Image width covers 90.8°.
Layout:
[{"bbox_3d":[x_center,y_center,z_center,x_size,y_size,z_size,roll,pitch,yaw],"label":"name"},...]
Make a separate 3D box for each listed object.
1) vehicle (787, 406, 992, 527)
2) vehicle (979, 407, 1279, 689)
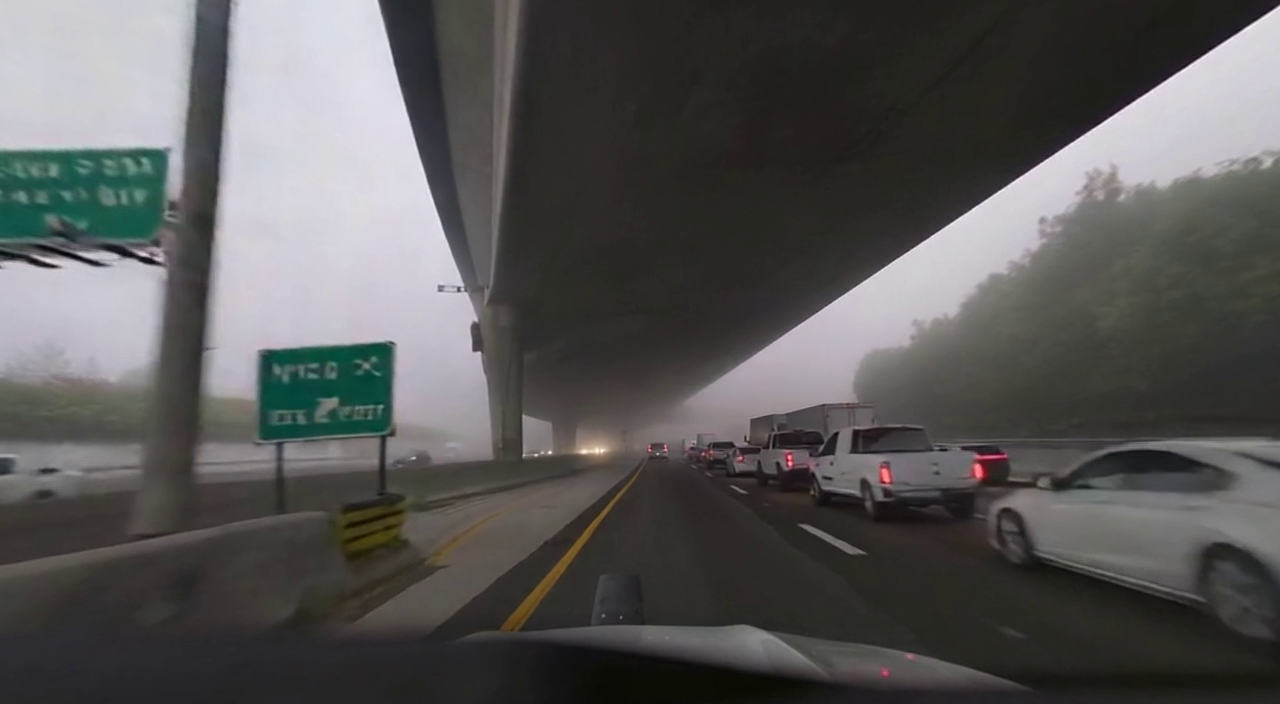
[{"bbox_3d":[4.656,2.247,12.869,2.191,1.963,5.001,0,-9,1],"label":"vehicle"},{"bbox_3d":[4.451,1.121,3.886,2.065,1.487,4.972,0,-9,1],"label":"vehicle"}]
